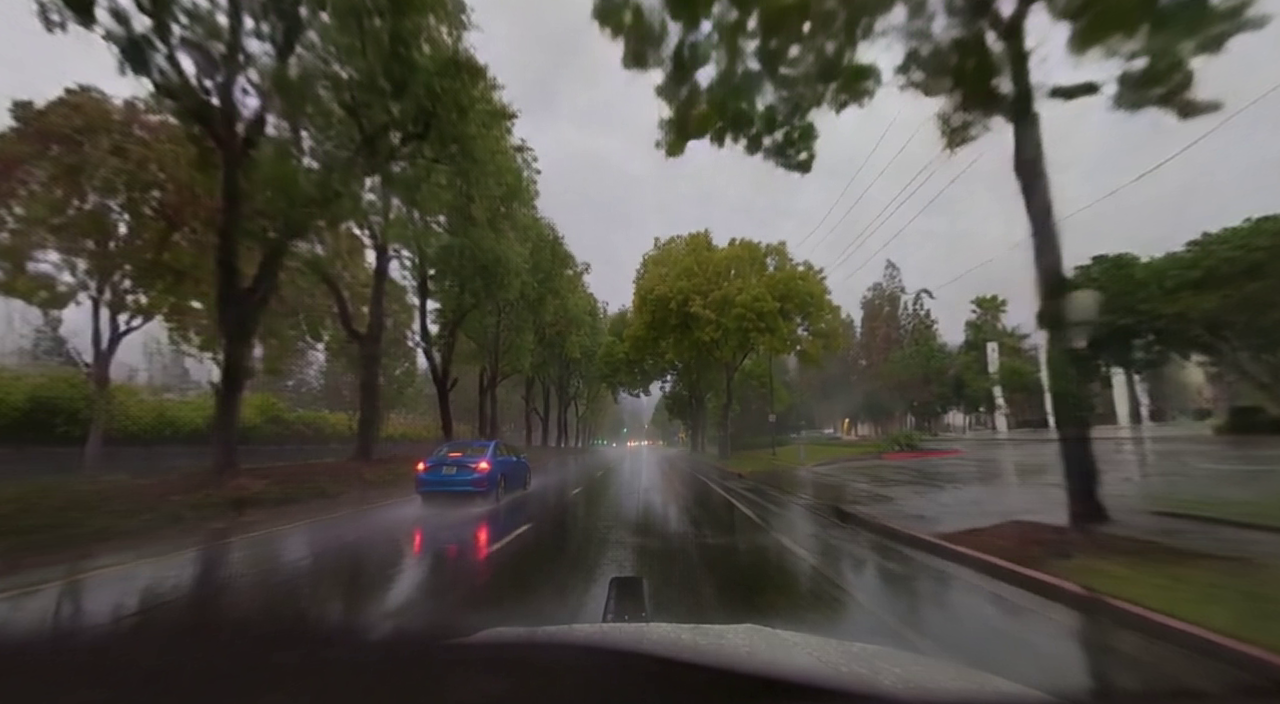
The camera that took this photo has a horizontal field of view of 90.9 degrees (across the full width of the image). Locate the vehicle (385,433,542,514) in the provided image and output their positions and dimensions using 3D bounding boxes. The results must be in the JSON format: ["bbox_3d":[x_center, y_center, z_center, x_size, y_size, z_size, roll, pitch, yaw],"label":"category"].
[{"bbox_3d":[-3.597,2.569,13.847,2.033,1.454,4.512,0,-8,2],"label":"vehicle"}]
